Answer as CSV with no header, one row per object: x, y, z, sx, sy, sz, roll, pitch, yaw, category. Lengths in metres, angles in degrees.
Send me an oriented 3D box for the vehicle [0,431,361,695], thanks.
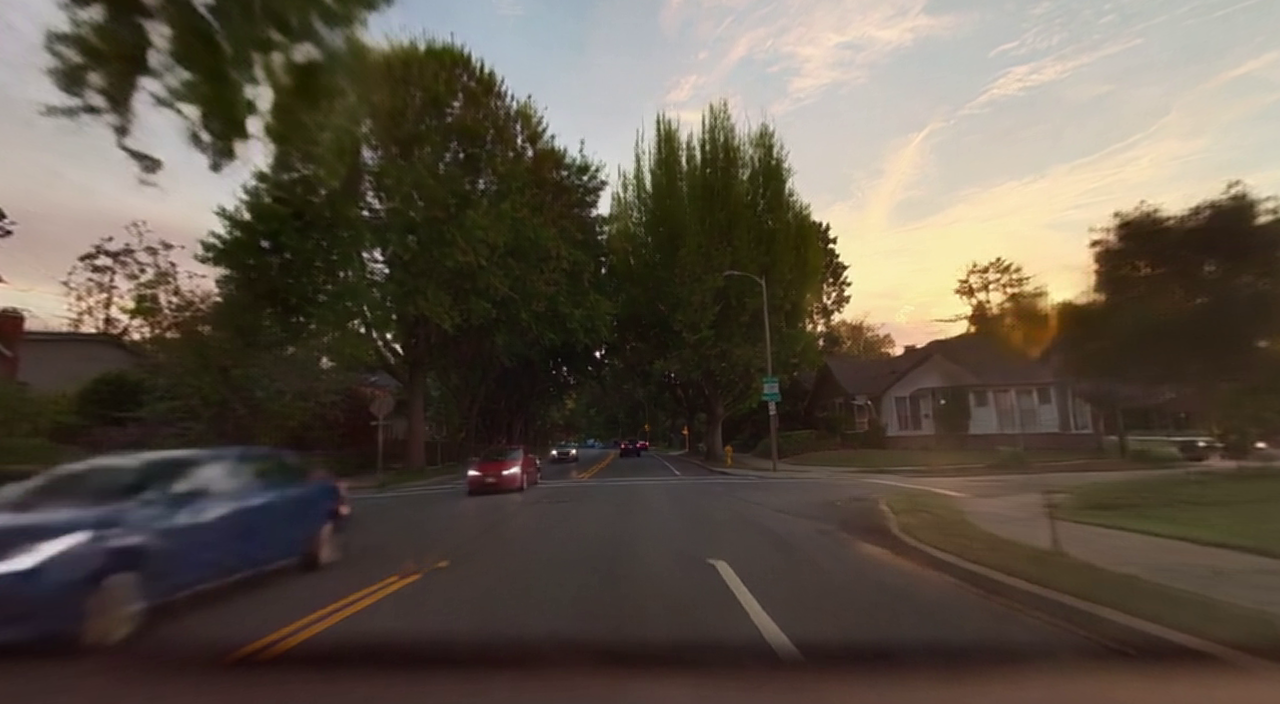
-4.476,1.518,5.797,1.862,1.491,4.266,0,-8,0,vehicle

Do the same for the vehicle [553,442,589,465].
-4.706,6.948,43.329,1.938,1.519,4.227,0,-8,0,vehicle

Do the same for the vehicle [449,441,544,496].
-4.381,3.588,19.940,1.979,1.532,4.212,0,-8,0,vehicle
